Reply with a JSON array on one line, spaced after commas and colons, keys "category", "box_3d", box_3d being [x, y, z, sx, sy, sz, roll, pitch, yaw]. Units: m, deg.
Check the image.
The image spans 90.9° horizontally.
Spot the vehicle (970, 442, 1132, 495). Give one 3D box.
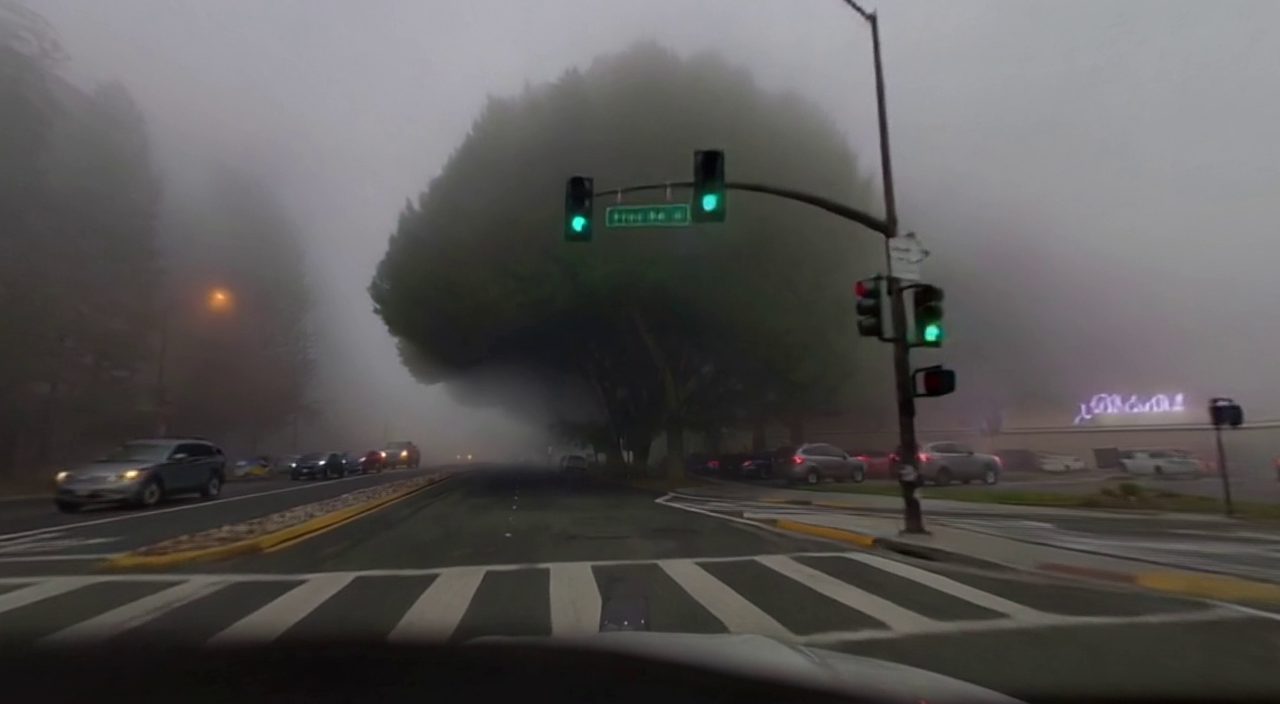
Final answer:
[{"category": "vehicle", "box_3d": [14.118, 3.972, 21.788, 4.375, 1.685, 2.045, 2, -9, -11]}]

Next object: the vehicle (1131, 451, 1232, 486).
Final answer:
[{"category": "vehicle", "box_3d": [24.840, 5.286, 28.904, 4.324, 1.437, 1.865, 4, -10, -26]}]

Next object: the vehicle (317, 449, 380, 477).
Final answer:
[{"category": "vehicle", "box_3d": [-16.200, 6.175, 35.255, 1.951, 1.436, 4.624, 1, -9, -9]}]

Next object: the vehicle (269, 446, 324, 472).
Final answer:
[{"category": "vehicle", "box_3d": [-25.242, 7.843, 46.524, 1.882, 1.706, 4.938, 0, -7, -8]}]

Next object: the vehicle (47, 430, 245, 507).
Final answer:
[{"category": "vehicle", "box_3d": [-13.602, 3.222, 17.931, 2.049, 1.817, 5.292, 2, -9, -10]}]

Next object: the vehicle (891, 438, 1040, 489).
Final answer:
[{"category": "vehicle", "box_3d": [12.729, 4.306, 24.657, 5.314, 1.829, 2.018, 3, -9, -20]}]

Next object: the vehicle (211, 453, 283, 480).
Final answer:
[{"category": "vehicle", "box_3d": [-23.917, 6.953, 38.542, 2.019, 1.471, 4.600, 2, -9, -9]}]

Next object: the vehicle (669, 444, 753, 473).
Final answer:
[{"category": "vehicle", "box_3d": [4.420, 6.706, 39.747, 4.843, 1.748, 1.985, 2, -9, -14]}]

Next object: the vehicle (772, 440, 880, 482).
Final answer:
[{"category": "vehicle", "box_3d": [8.461, 4.920, 28.641, 4.669, 1.770, 1.896, 5, -10, -28]}]

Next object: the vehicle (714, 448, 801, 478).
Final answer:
[{"category": "vehicle", "box_3d": [6.275, 5.912, 33.749, 4.257, 1.474, 1.751, 3, -9, -17]}]
